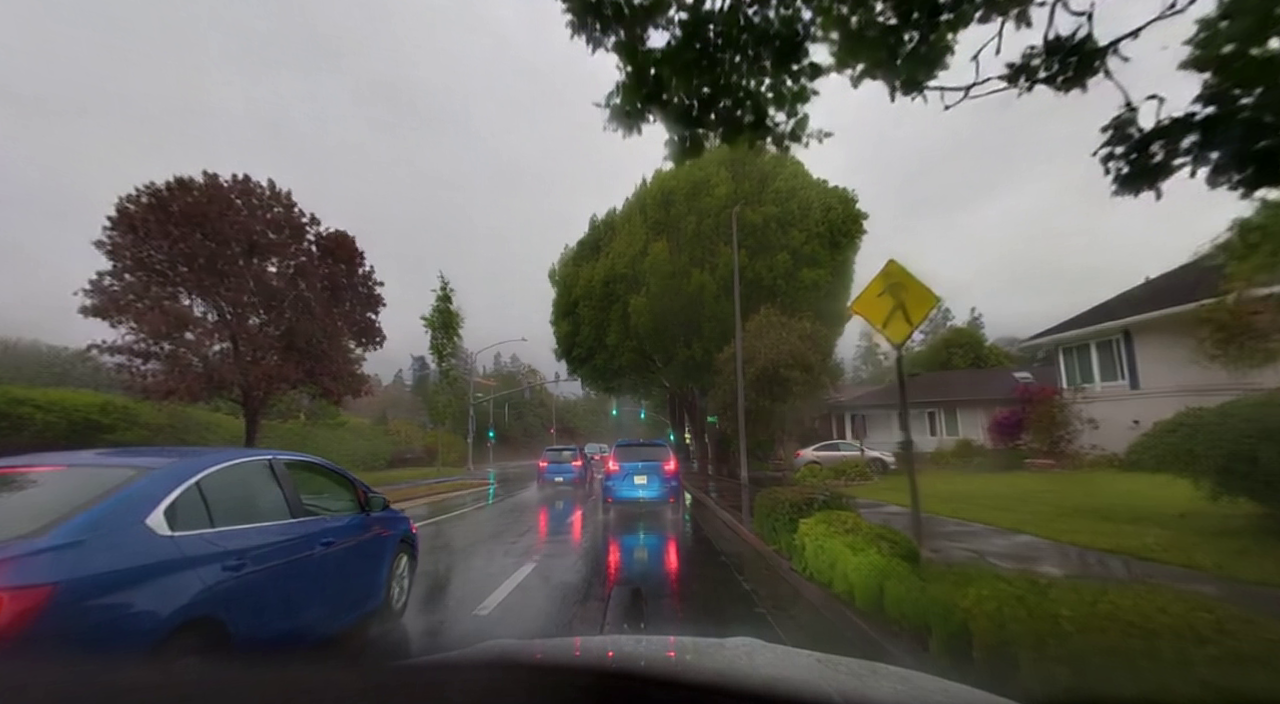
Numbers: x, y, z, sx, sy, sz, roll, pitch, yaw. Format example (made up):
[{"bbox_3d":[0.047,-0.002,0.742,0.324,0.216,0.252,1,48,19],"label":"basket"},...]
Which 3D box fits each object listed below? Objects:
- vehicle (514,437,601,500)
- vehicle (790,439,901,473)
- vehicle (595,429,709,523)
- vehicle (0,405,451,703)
[{"bbox_3d":[-2.455,3.598,19.856,2.000,1.737,4.133,-1,-9,2],"label":"vehicle"},{"bbox_3d":[9.444,4.809,29.204,4.456,1.504,1.914,0,-9,0],"label":"vehicle"},{"bbox_3d":[0.250,2.613,13.751,2.120,1.718,3.909,-1,-9,1],"label":"vehicle"},{"bbox_3d":[-2.841,1.165,3.561,1.968,1.472,4.685,-1,-9,2],"label":"vehicle"}]
